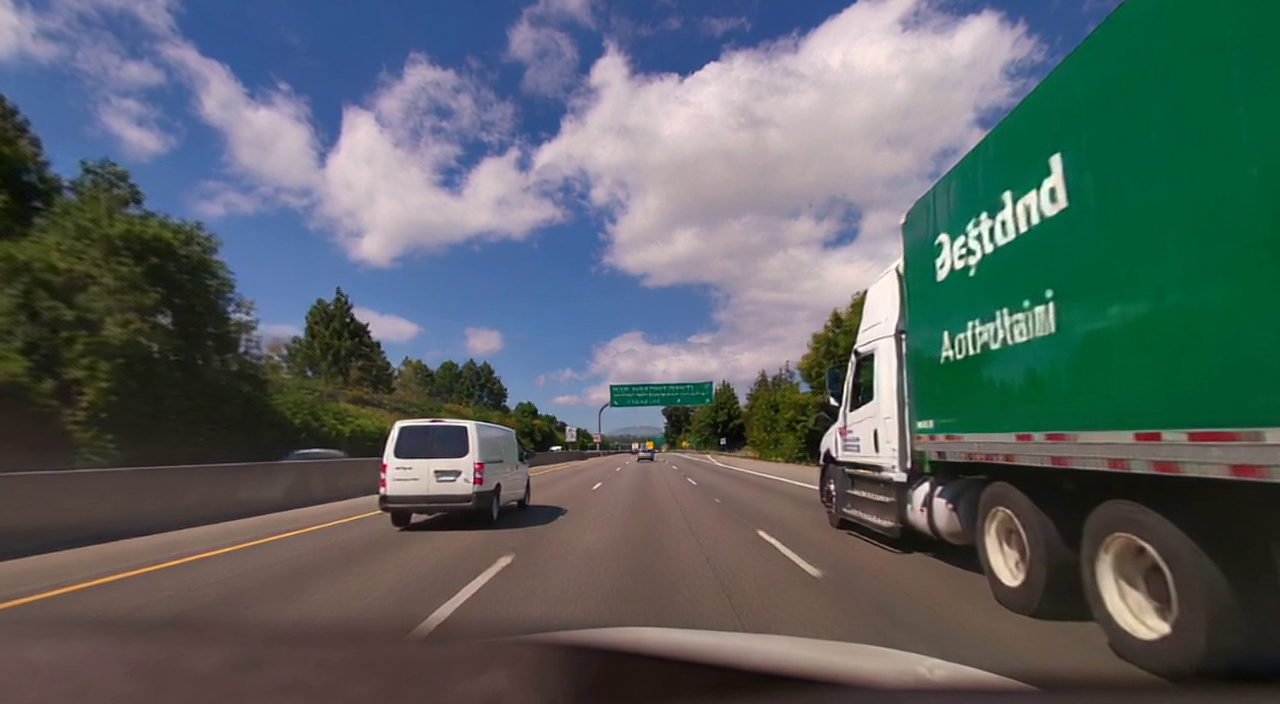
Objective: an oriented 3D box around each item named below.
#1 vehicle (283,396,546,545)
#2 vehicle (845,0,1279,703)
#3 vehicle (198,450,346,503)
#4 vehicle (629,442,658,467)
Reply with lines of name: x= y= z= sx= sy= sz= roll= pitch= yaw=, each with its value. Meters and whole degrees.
vehicle: x=-3.372 y=1.995 z=11.188 sx=2.572 sy=1.927 sz=5.803 roll=0 pitch=-9 yaw=-1
vehicle: x=4.178 y=0.056 z=4.463 sx=3.007 sy=3.949 sz=7.005 roll=0 pitch=-9 yaw=0
vehicle: x=-11.567 y=3.912 z=20.282 sx=2.025 sy=1.461 sz=4.592 roll=0 pitch=-9 yaw=0
vehicle: x=0.230 y=7.435 z=45.794 sx=2.067 sy=1.690 sz=3.901 roll=0 pitch=-9 yaw=0
